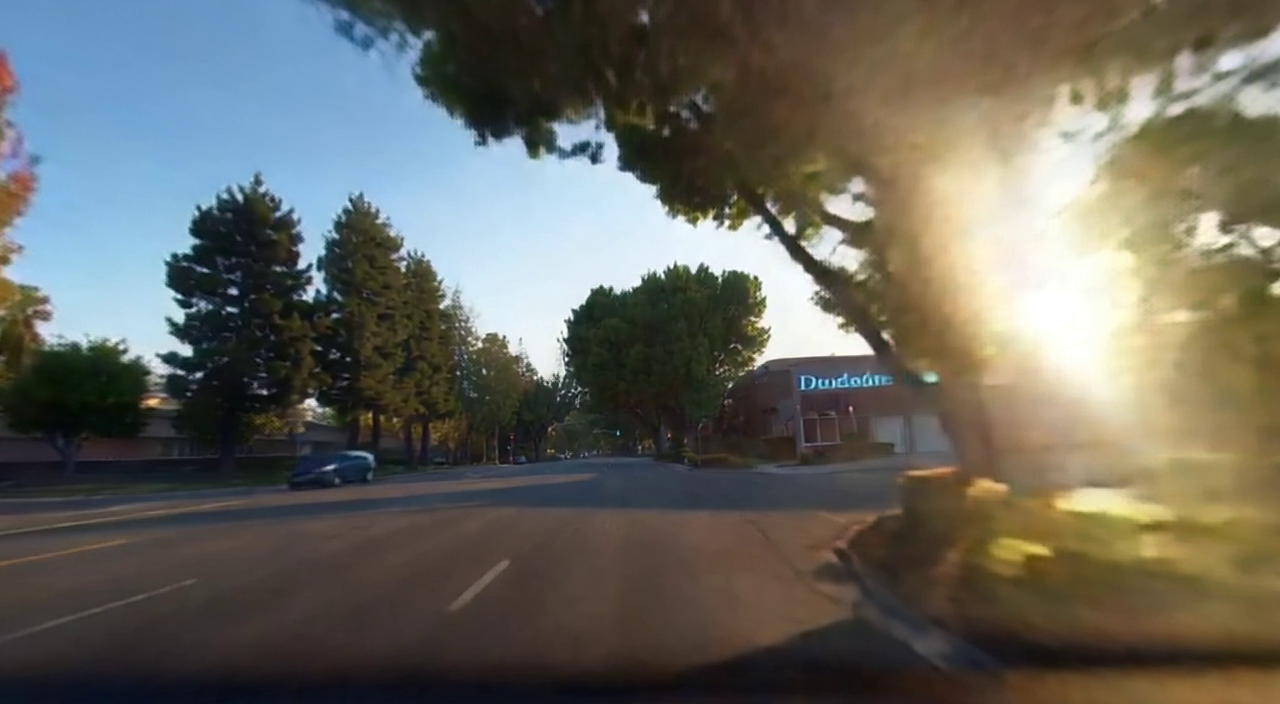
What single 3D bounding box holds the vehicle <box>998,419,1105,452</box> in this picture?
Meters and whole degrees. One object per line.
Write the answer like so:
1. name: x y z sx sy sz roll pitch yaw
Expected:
1. vehicle: 21.730 4.499 33.688 2.028 1.584 4.971 1 -9 -5
